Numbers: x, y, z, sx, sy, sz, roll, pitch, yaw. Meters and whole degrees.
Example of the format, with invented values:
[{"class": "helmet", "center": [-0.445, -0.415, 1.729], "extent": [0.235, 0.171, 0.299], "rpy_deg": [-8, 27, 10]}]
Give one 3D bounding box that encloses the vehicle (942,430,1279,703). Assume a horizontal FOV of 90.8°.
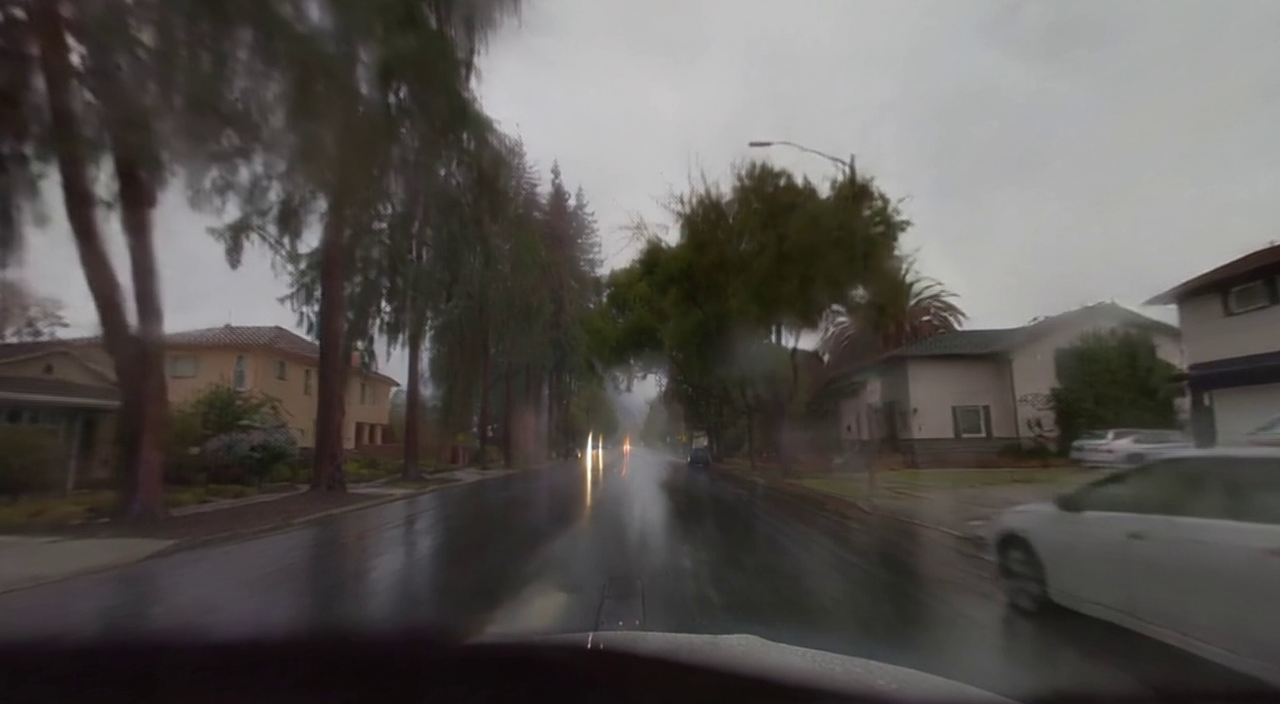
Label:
[{"class": "vehicle", "center": [3.824, 1.209, 3.586], "extent": [2.013, 1.473, 4.329], "rpy_deg": [0, -9, -1]}]
